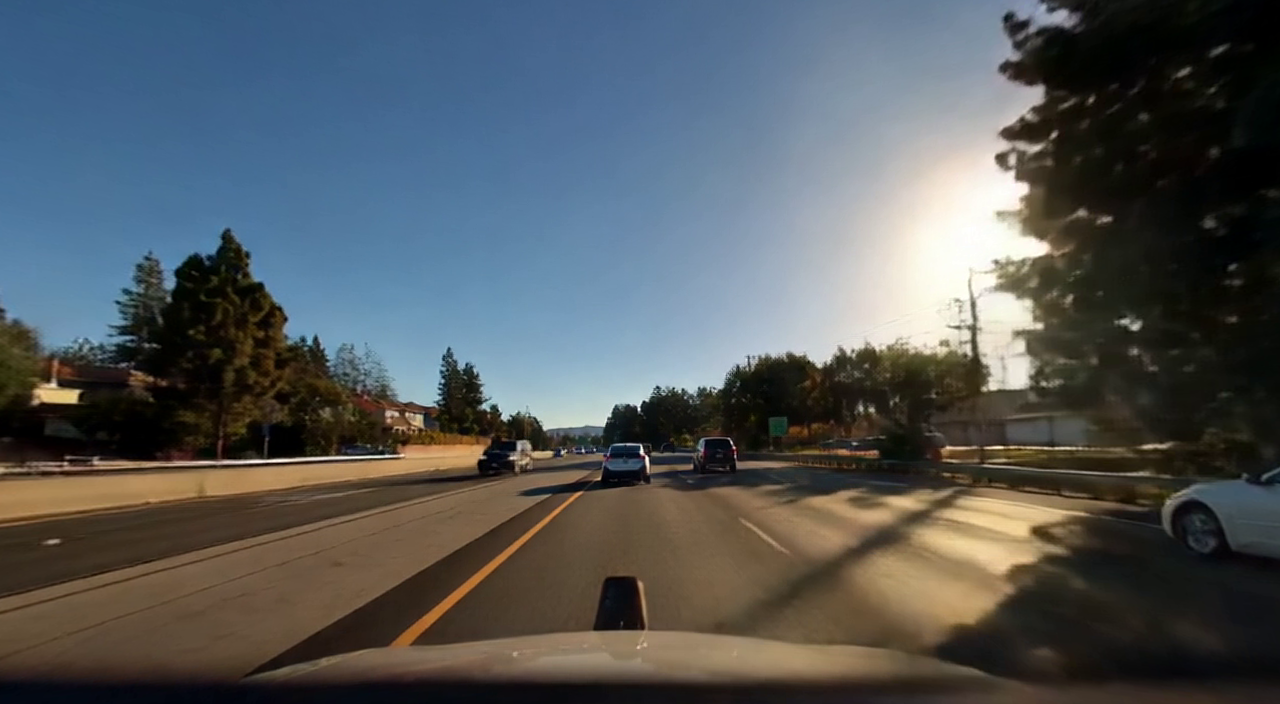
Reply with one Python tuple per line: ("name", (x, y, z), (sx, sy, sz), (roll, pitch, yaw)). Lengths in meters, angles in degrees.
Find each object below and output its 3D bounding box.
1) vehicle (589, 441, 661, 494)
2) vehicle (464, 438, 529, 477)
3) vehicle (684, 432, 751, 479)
("vehicle", (-0.413, 3.536, 19.657), (2.040, 1.451, 3.736), (0, -9, 0))
("vehicle", (-7.318, 5.448, 32.853), (2.205, 1.832, 5.001), (0, -9, 0))
("vehicle", (3.197, 4.399, 27.038), (2.186, 1.842, 4.553), (0, -9, -2))
